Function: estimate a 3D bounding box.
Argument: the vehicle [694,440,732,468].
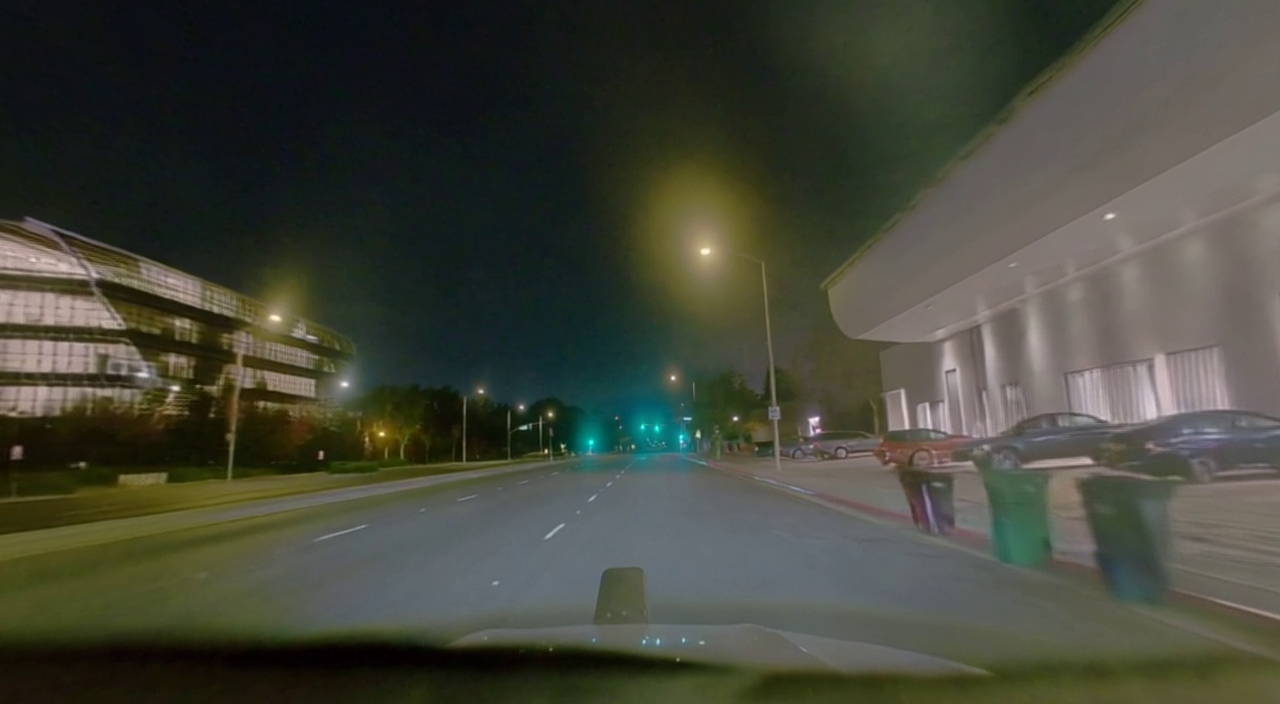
[{"bbox_3d":[5.070,7.153,44.445,2.078,1.771,5.174,2,-8,1],"label":"vehicle"}]

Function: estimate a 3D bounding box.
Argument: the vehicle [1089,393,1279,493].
[{"bbox_3d":[12.073,1.727,12.634,4.478,1.578,1.944,-6,-9,1],"label":"vehicle"}]

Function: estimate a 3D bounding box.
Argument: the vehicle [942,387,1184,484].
[{"bbox_3d":[12.061,2.452,18.300,5.330,1.917,2.001,-8,-9,0],"label":"vehicle"}]
